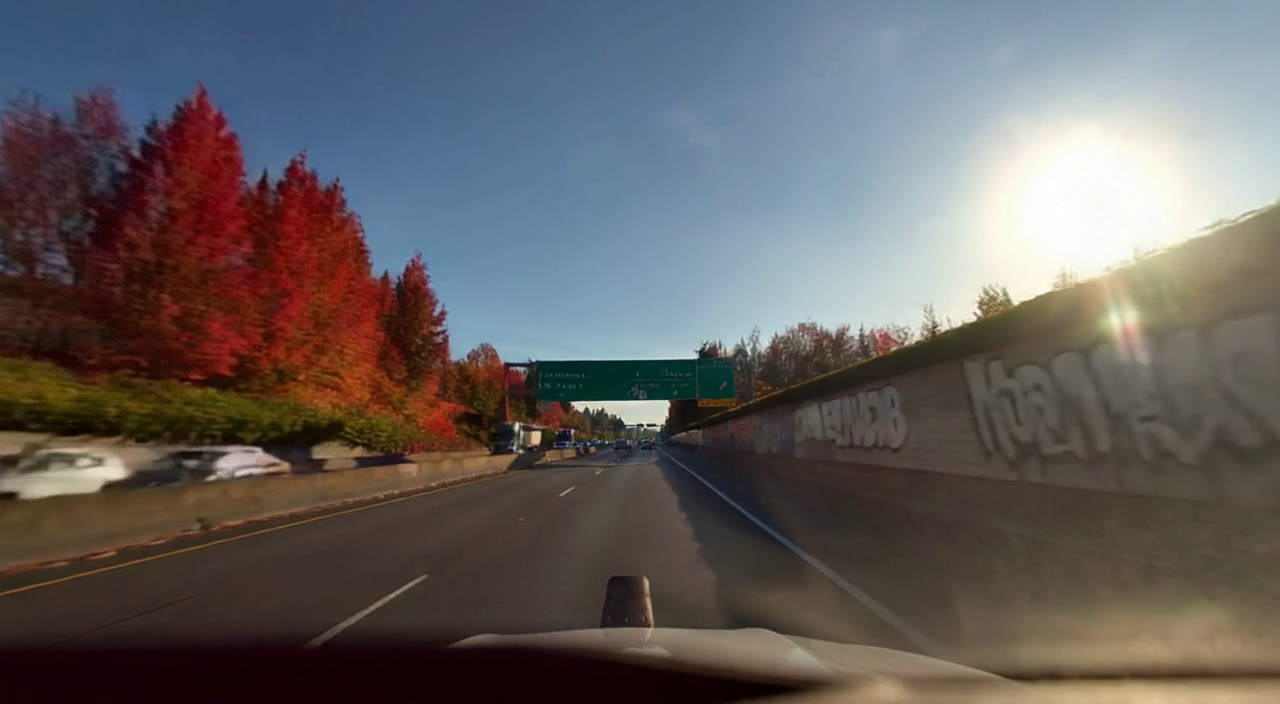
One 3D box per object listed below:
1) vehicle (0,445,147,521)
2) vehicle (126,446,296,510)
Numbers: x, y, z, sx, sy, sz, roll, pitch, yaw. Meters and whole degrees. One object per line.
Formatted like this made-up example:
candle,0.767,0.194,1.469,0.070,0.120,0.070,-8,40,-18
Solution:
vehicle,-14.769,3.099,15.339,1.924,1.609,4.275,0,-8,1
vehicle,-11.259,3.278,16.895,1.768,1.469,3.813,0,-8,2
